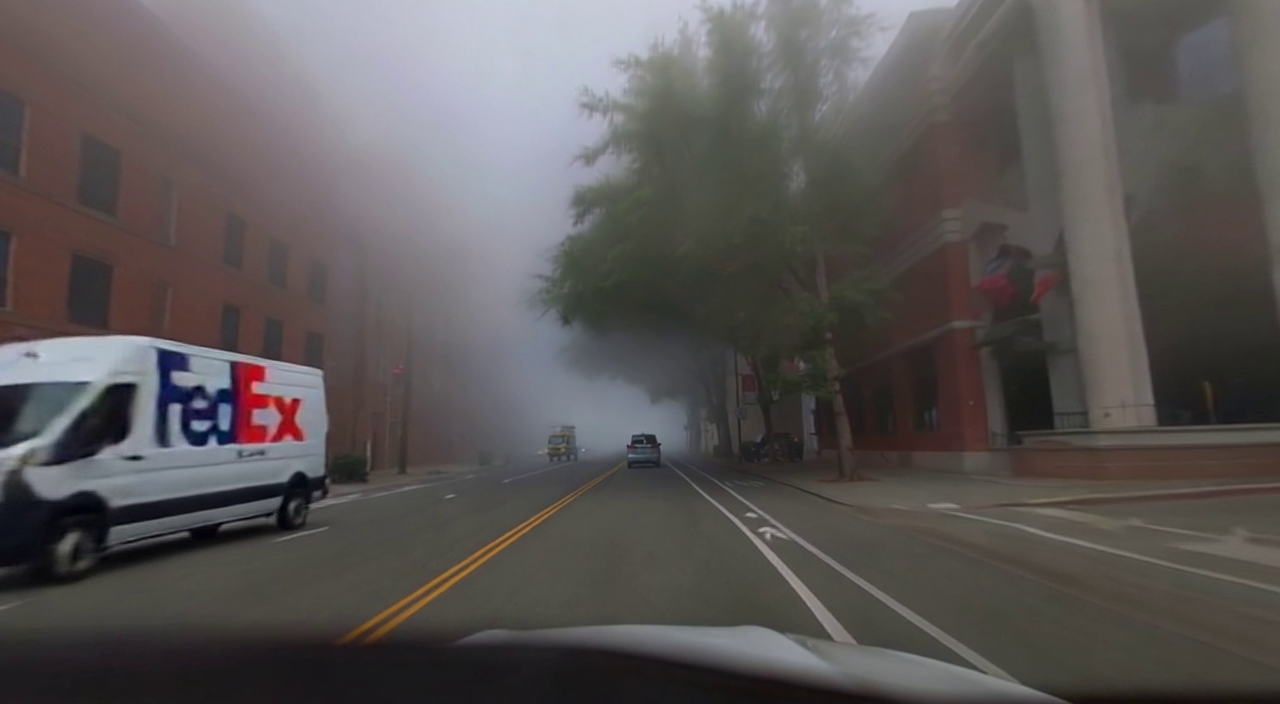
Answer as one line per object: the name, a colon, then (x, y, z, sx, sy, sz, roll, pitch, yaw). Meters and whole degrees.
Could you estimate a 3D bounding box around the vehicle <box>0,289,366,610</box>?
vehicle: (-7.256, 1.375, 9.649, 2.754, 3.065, 7.103, 0, -8, 1)

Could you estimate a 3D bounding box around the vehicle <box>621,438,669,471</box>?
vehicle: (0.330, 5.332, 33.108, 2.356, 1.572, 4.810, 0, -8, 2)
